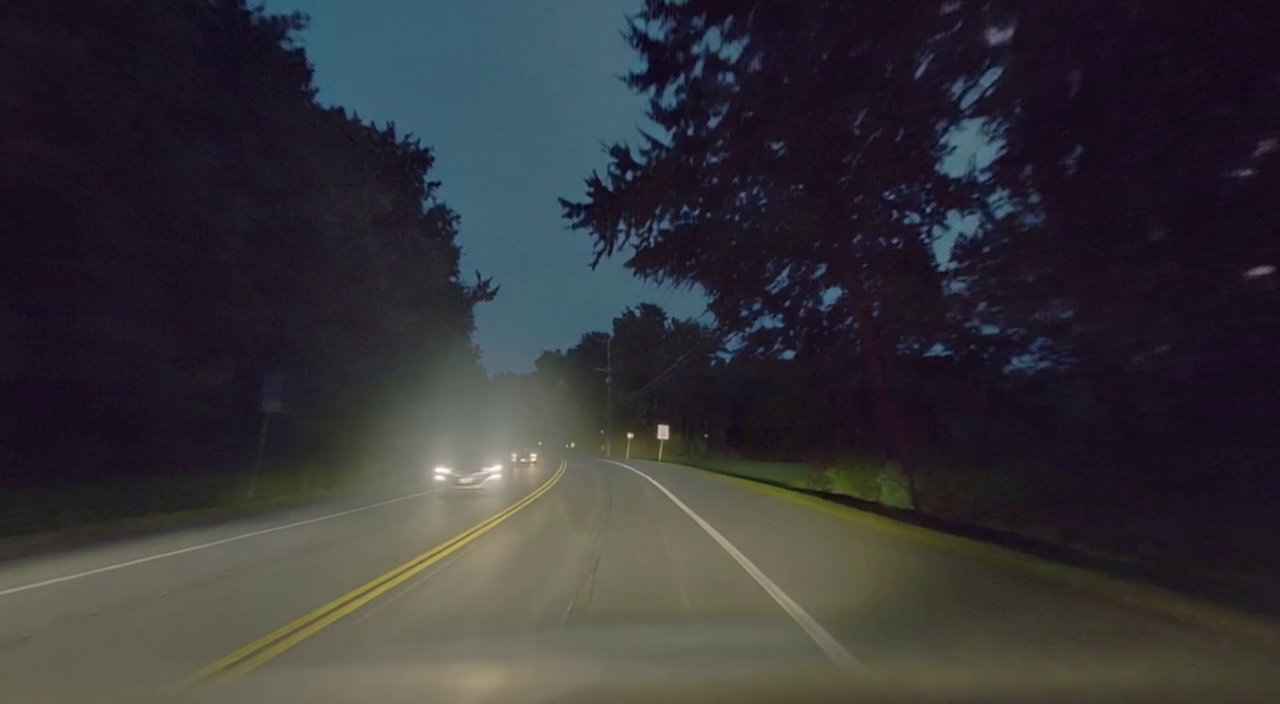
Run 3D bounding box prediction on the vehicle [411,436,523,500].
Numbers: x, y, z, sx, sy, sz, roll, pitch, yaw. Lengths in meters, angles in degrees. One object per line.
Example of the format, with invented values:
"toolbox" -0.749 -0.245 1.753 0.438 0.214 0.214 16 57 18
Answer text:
"vehicle" -4.956 3.392 18.861 2.165 1.648 4.605 1 -9 -2
